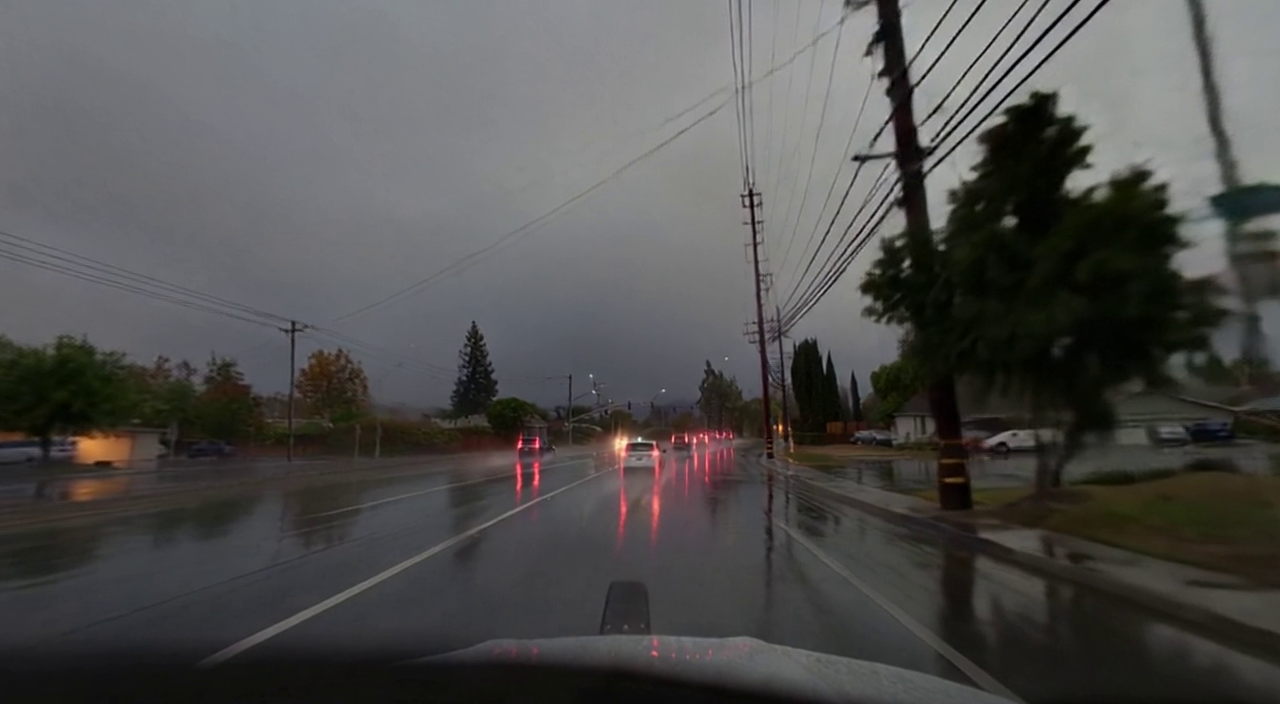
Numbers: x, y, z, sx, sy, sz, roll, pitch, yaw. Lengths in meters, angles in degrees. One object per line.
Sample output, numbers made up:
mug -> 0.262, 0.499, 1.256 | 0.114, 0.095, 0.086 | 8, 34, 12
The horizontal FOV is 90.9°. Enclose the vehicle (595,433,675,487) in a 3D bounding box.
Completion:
vehicle -> -0.025, 3.299, 19.518 | 2.117, 1.474, 4.036 | -1, -8, 5

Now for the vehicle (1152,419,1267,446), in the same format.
vehicle -> 34.029, 4.858, 37.806 | 4.628, 1.467, 1.923 | -2, -9, 13

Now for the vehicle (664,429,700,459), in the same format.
vehicle -> 3.012, 6.503, 44.588 | 2.158, 1.939, 4.935 | -1, -9, 8

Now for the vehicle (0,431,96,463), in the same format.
vehicle -> -33.351, 5.394, 35.316 | 1.857, 1.580, 4.336 | 0, -11, -1

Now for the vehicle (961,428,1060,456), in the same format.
vehicle -> 22.073, 5.391, 37.705 | 4.674, 1.500, 1.889 | 1, -9, 9

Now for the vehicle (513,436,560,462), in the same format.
vehicle -> -6.504, 6.144, 39.995 | 1.983, 1.485, 4.159 | -1, -8, 4
